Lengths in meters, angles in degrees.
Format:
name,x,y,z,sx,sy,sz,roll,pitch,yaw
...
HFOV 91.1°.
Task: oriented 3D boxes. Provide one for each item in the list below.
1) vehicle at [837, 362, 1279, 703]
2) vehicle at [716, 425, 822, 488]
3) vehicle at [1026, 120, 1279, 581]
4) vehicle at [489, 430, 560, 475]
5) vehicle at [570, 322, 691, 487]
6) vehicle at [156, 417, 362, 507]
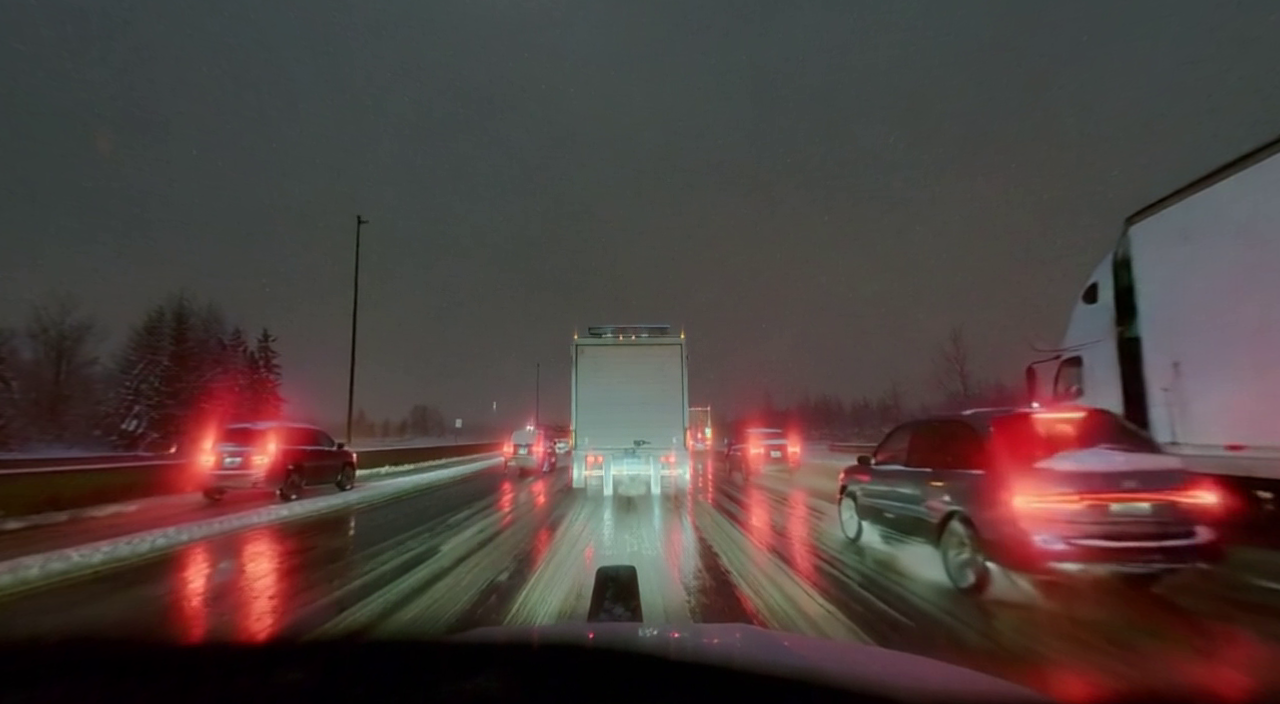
name,x,y,z,sx,sy,sz,roll,pitch,yaw
vehicle,3.257,1.109,4.539,1.999,1.523,4.882,0,-8,-1
vehicle,3.404,2.835,17.487,1.945,1.529,4.129,0,-8,-2
vehicle,7.207,-0.538,1.754,2.880,4.073,14.510,0,-8,-1
vehicle,-4.111,3.620,22.963,1.882,1.493,3.828,0,-8,0
vehicle,-0.421,1.917,20.365,2.938,4.033,9.980,0,-8,-2
vehicle,-7.971,2.313,13.733,1.944,1.653,4.097,0,-8,-1
